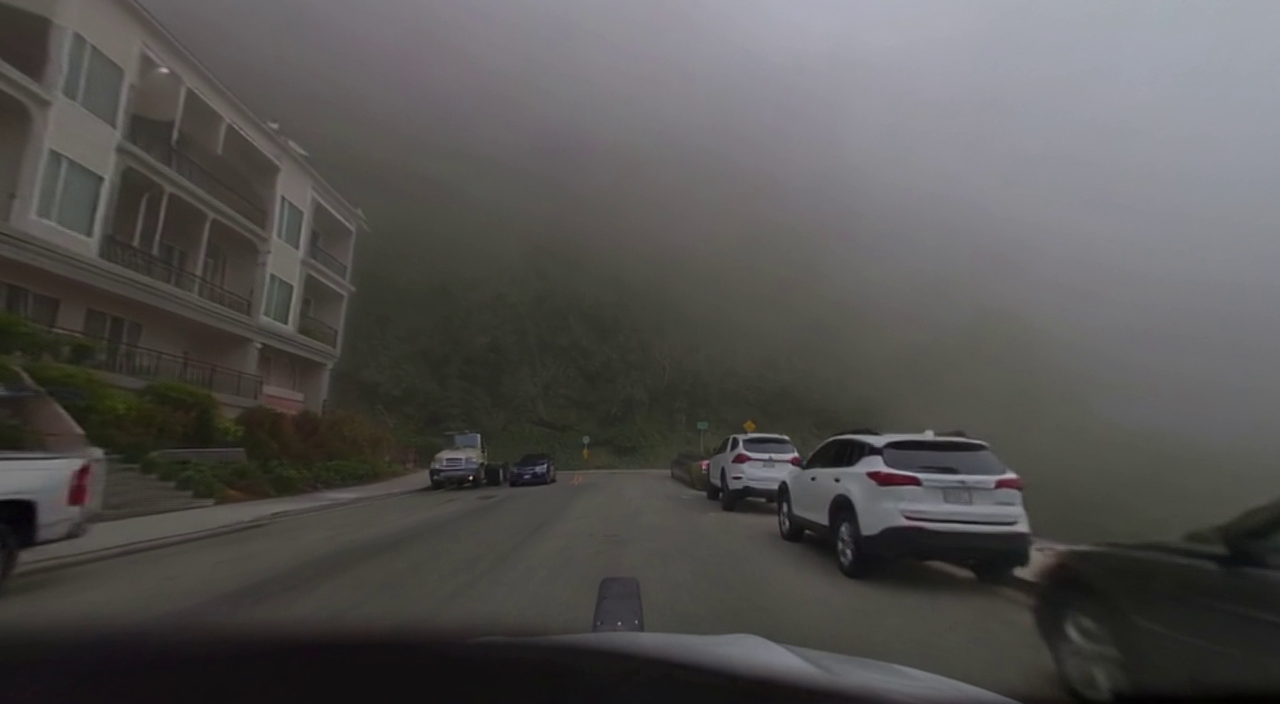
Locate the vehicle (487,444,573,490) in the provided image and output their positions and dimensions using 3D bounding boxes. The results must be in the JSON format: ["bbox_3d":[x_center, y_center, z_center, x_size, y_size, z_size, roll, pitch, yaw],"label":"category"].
[{"bbox_3d":[-3.899,4.139,23.106,1.856,1.474,4.522,-1,-8,7],"label":"vehicle"}]

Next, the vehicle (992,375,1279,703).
[{"bbox_3d":[3.220,0.812,1.655,1.926,1.602,4.433,0,-8,-1],"label":"vehicle"}]

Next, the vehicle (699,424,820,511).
[{"bbox_3d":[2.753,2.801,15.786,2.072,1.830,4.744,0,-8,0],"label":"vehicle"}]

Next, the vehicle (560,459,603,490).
[{"bbox_3d":[-3.364,7.314,37.307,2.102,1.621,4.627,0,-13,0],"label":"vehicle"}]

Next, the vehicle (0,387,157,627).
[{"bbox_3d":[-6.160,1.005,3.523,2.374,1.843,5.638,0,-8,1],"label":"vehicle"}]

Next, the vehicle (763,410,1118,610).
[{"bbox_3d":[2.988,1.643,7.528,1.948,1.669,4.242,1,-8,-3],"label":"vehicle"}]

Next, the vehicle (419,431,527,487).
[{"bbox_3d":[-6.429,4.299,25.229,2.692,1.949,5.948,0,-10,0],"label":"vehicle"}]
